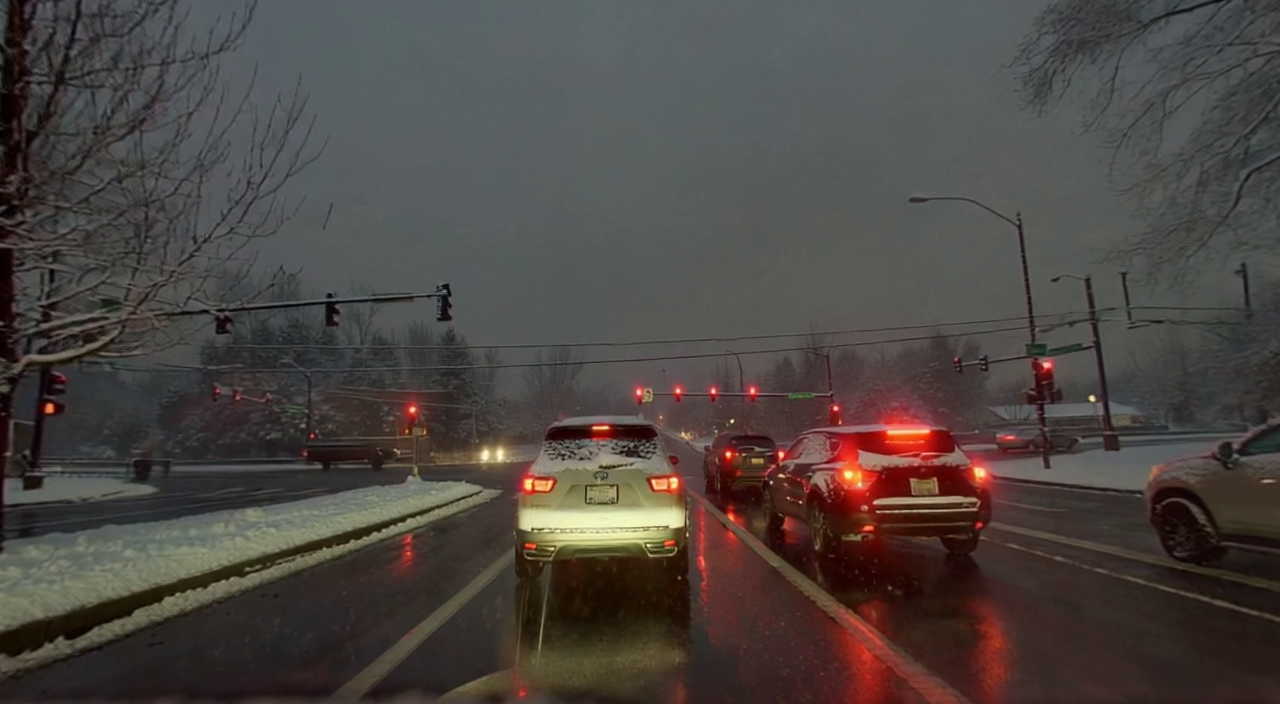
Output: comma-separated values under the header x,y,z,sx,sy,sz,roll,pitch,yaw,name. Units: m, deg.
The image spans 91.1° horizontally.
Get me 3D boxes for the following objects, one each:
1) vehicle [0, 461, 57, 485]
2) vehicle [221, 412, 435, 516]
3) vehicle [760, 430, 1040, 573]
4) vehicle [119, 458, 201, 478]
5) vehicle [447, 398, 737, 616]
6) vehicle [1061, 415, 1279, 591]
x,y,z,sx,sy,sz,roll,pitch,yaw,name
-45.612,8.733,45.569,4.576,1.631,1.889,0,-8,2,vehicle
-6.718,2.488,14.396,2.214,1.953,5.017,0,-9,1,vehicle
3.149,1.896,8.858,1.971,1.473,4.495,0,-9,-1,vehicle
-37.317,9.028,48.867,4.914,1.487,1.850,0,-9,1,vehicle
-0.349,1.514,7.019,2.256,1.694,4.055,0,-9,1,vehicle
6.576,1.420,6.148,1.941,1.532,4.152,0,-9,-1,vehicle
